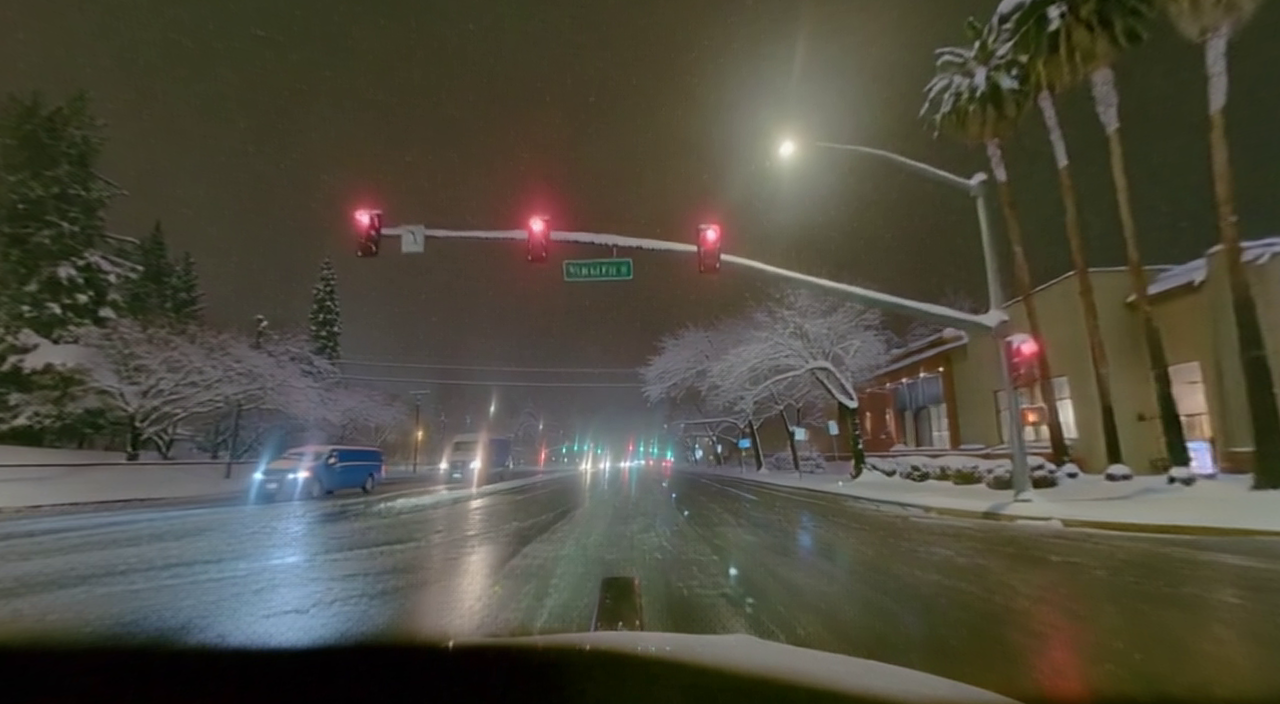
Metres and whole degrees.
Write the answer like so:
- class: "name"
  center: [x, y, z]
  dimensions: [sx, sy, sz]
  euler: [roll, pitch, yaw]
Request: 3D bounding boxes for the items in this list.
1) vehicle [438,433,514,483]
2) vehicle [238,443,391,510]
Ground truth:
- class: "vehicle"
  center: [-9.700, 6.354, 38.146]
  dimensions: [2.509, 2.712, 7.034]
  euler: [-1, -9, 2]
- class: "vehicle"
  center: [-9.284, 3.547, 18.542]
  dimensions: [2.074, 1.681, 4.417]
  euler: [0, -9, 1]
